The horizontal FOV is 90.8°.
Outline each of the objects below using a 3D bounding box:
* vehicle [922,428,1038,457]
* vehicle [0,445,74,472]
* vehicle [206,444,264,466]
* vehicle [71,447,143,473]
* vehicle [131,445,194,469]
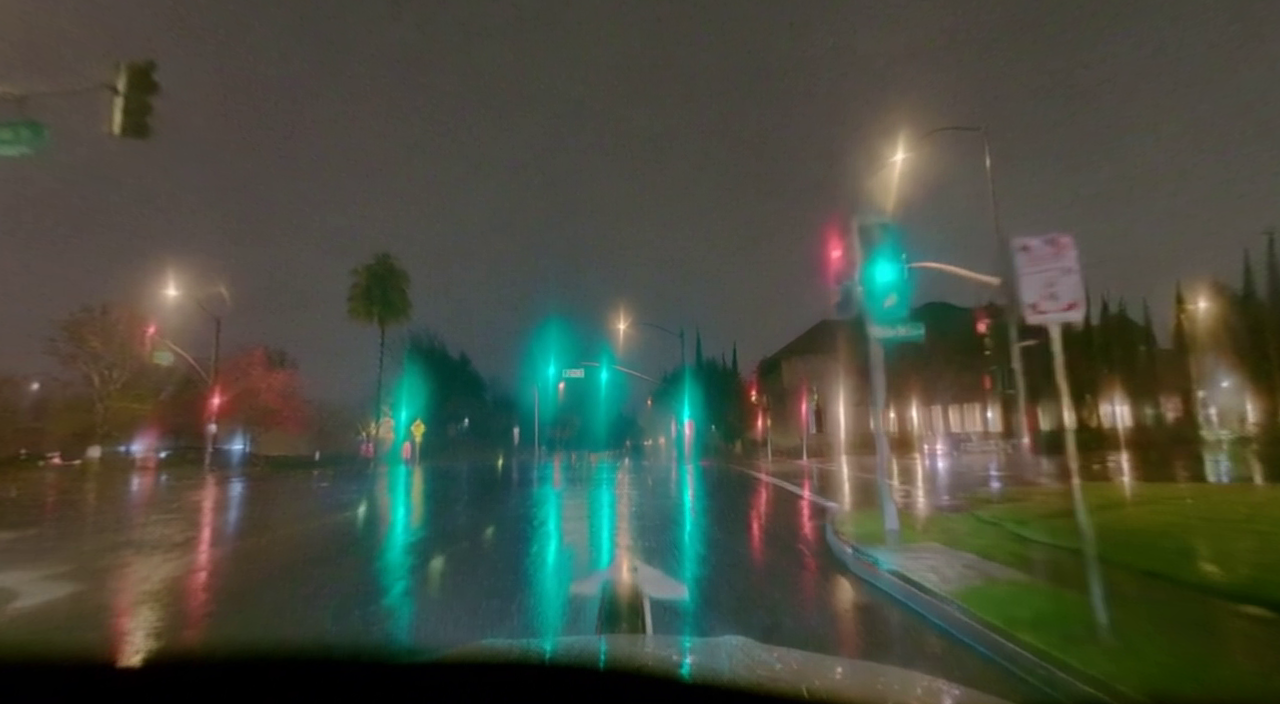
[{"bbox_3d":[17.025,4.560,31.841,4.720,1.410,1.784,-1,-8,9],"label":"vehicle"},{"bbox_3d":[-38.654,6.763,40.320,1.959,1.590,4.105,2,-8,-15],"label":"vehicle"},{"bbox_3d":[-27.533,7.005,43.060,1.665,1.386,4.012,1,-8,-6],"label":"vehicle"},{"bbox_3d":[-34.634,6.989,41.170,2.000,1.582,4.063,2,-8,-16],"label":"vehicle"},{"bbox_3d":[-31.863,7.002,42.318,1.816,1.423,4.126,2,-8,-14],"label":"vehicle"}]
